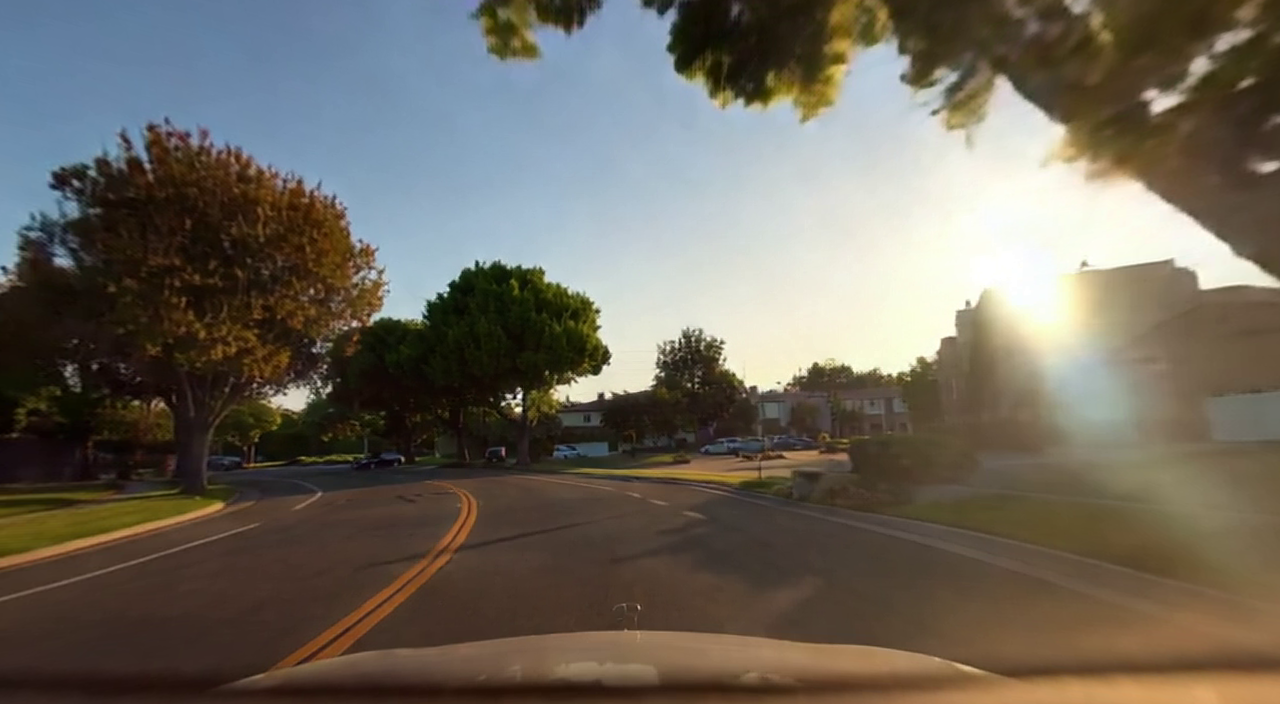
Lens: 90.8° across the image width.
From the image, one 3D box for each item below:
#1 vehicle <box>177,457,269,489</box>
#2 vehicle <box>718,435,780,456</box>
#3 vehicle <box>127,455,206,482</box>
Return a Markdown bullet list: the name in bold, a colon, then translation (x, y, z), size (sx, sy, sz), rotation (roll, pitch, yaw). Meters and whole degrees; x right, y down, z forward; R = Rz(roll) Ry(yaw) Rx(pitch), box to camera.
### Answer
- **vehicle**: translation (-22.968, 6.554, 34.617), size (2.772, 1.161, 7.241), rotation (4, -8, -45)
- **vehicle**: translation (8.119, 7.013, 47.327), size (4.462, 1.474, 1.765), rotation (-1, -9, 6)
- **vehicle**: translation (-30.829, 7.551, 41.107), size (4.946, 1.537, 2.206), rotation (-5, -9, 30)
